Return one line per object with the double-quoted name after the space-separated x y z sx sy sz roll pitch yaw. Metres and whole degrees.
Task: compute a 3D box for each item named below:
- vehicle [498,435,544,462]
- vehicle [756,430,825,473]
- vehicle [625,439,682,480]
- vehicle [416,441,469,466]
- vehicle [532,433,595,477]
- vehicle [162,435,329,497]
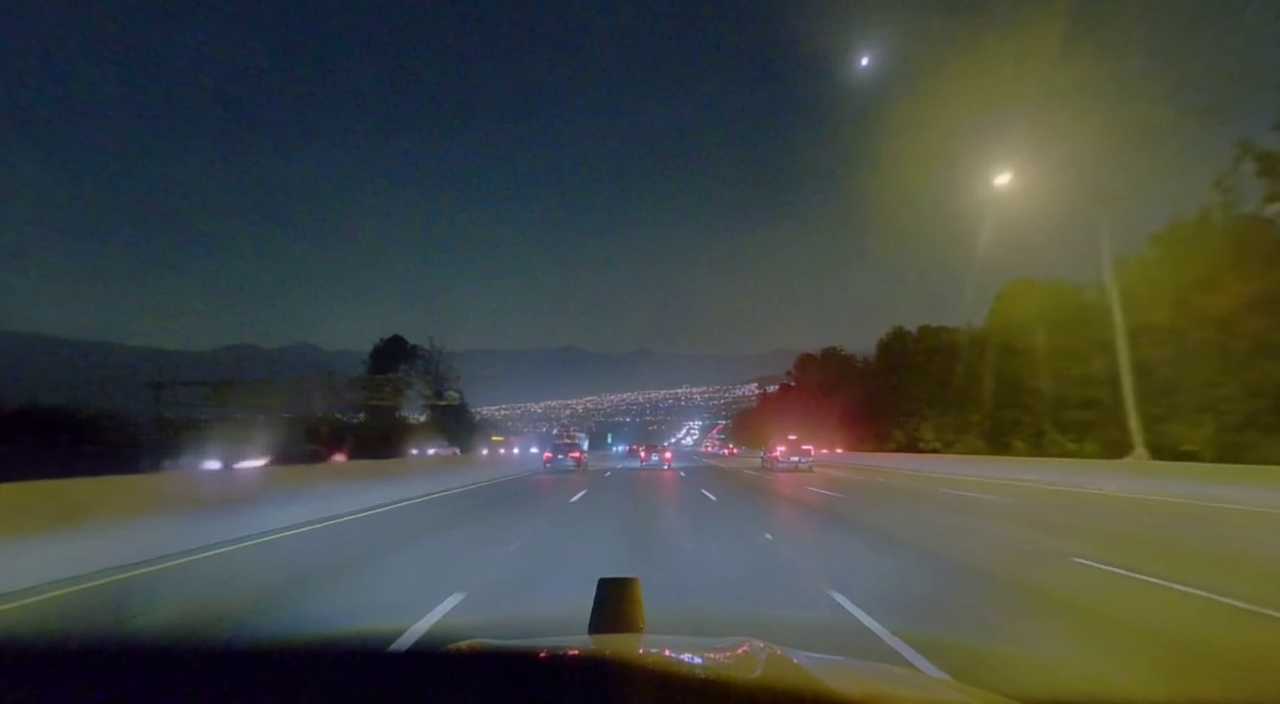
-8.736 7.157 46.949 2.251 1.900 5.551 0 -8 1 "vehicle"
7.216 4.855 30.894 2.094 1.916 5.099 0 -8 0 "vehicle"
0.527 4.242 25.140 2.071 1.464 4.162 0 -8 1 "vehicle"
-15.289 7.881 49.214 2.186 1.863 5.744 0 -8 1 "vehicle"
-3.248 4.490 27.709 2.140 1.720 4.410 0 -8 1 "vehicle"
-12.170 3.517 19.995 1.915 1.675 5.092 0 -8 1 "vehicle"
